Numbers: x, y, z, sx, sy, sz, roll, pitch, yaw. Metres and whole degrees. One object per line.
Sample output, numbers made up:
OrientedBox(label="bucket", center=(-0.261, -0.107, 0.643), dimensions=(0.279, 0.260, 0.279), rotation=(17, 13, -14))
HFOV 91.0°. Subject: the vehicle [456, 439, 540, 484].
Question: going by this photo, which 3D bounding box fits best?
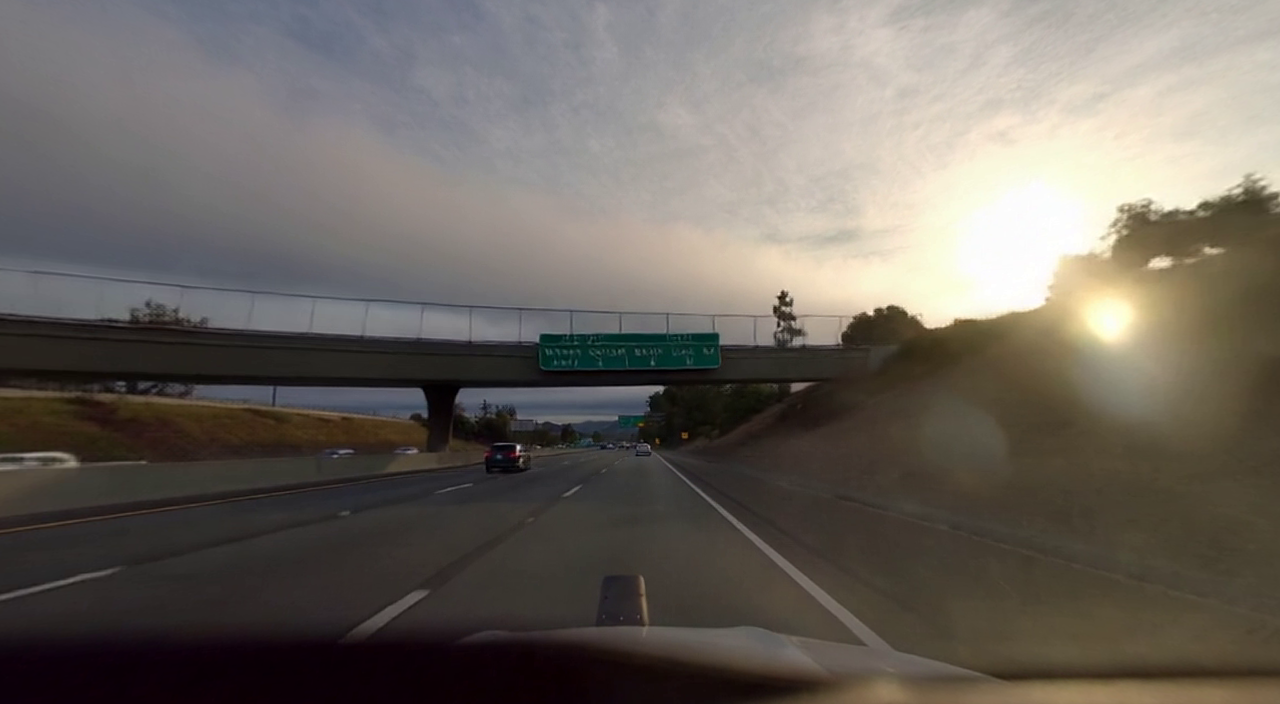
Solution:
OrientedBox(label="vehicle", center=(-5.287, 4.144, 24.155), dimensions=(1.916, 1.545, 4.757), rotation=(0, -8, 2))
